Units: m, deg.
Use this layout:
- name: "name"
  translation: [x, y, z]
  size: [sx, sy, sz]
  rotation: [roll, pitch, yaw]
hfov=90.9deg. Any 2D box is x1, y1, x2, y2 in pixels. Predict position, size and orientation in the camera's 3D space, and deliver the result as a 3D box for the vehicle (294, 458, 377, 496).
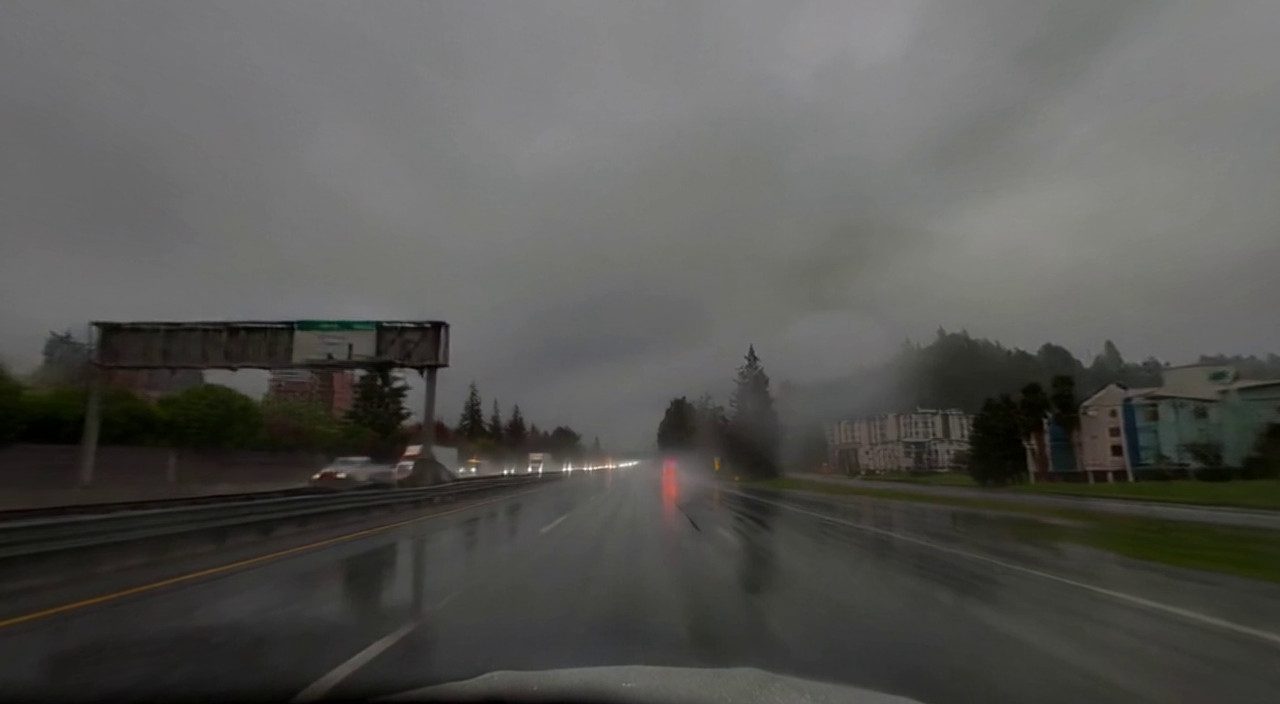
- name: "vehicle"
  translation: [-16.322, 6.727, 34.134]
  size: [2.023, 1.864, 4.924]
  rotation: [1, -10, 0]
